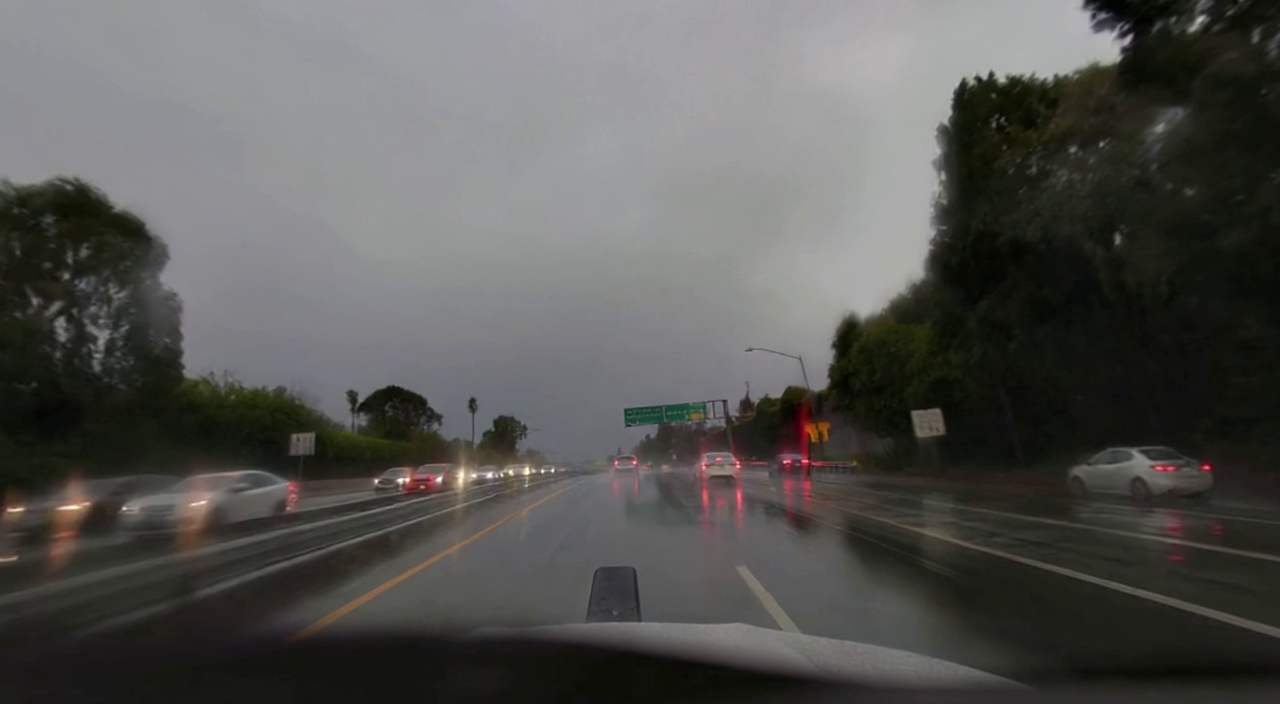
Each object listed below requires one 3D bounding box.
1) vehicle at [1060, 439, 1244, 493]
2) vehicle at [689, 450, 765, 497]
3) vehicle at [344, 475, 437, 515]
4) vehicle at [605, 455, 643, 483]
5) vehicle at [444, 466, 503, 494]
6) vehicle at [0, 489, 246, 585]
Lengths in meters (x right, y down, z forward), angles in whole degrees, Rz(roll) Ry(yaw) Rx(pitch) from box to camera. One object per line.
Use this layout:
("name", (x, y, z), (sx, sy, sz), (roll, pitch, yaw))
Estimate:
("vehicle", (16.067, 3.596, 20.234), (1.939, 1.529, 4.555), (0, -9, -2))
("vehicle", (2.984, 4.298, 22.727), (1.972, 1.488, 4.335), (0, -9, -2))
("vehicle", (-10.554, 6.075, 27.139), (2.201, 1.417, 4.255), (0, -9, 1))
("vehicle", (-0.885, 6.843, 37.130), (2.090, 1.510, 4.280), (0, -9, 0))
("vehicle", (-10.606, 8.194, 40.735), (2.420, 1.511, 4.810), (0, -9, 1))
("vehicle", (-10.864, 3.810, 13.555), (1.974, 1.417, 4.286), (0, -9, 1))
